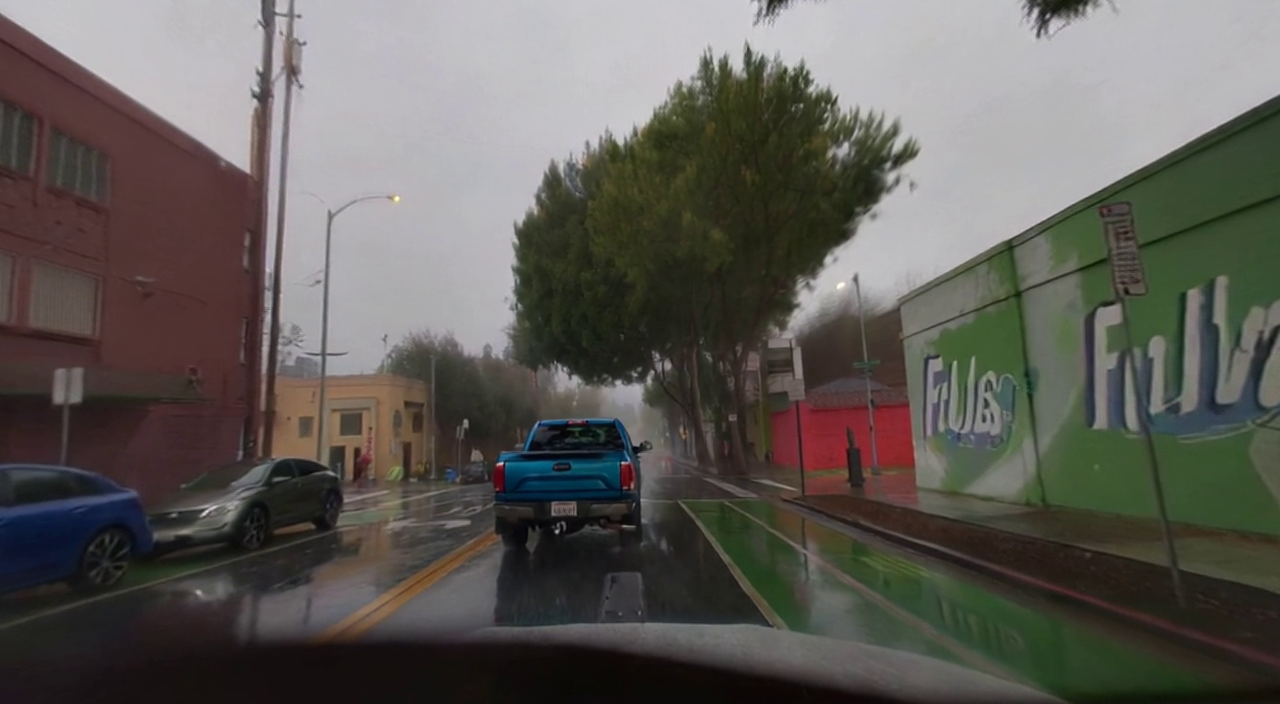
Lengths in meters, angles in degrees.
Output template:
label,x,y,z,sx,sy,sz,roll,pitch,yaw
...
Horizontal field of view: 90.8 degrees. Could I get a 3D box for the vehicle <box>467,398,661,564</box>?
label,x,y,z,sx,sy,sz,roll,pitch,yaw
vehicle,-0.863,1.820,9.645,2.215,1.882,4.611,0,-8,0

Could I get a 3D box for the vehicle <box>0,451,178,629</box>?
label,x,y,z,sx,sy,sz,roll,pitch,yaw
vehicle,-7.178,1.884,6.308,1.882,1.686,4.489,-1,-8,-3

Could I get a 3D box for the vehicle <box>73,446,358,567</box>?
label,x,y,z,sx,sy,sz,roll,pitch,yaw
vehicle,-7.440,2.669,11.948,1.884,1.730,5.076,0,-8,0
